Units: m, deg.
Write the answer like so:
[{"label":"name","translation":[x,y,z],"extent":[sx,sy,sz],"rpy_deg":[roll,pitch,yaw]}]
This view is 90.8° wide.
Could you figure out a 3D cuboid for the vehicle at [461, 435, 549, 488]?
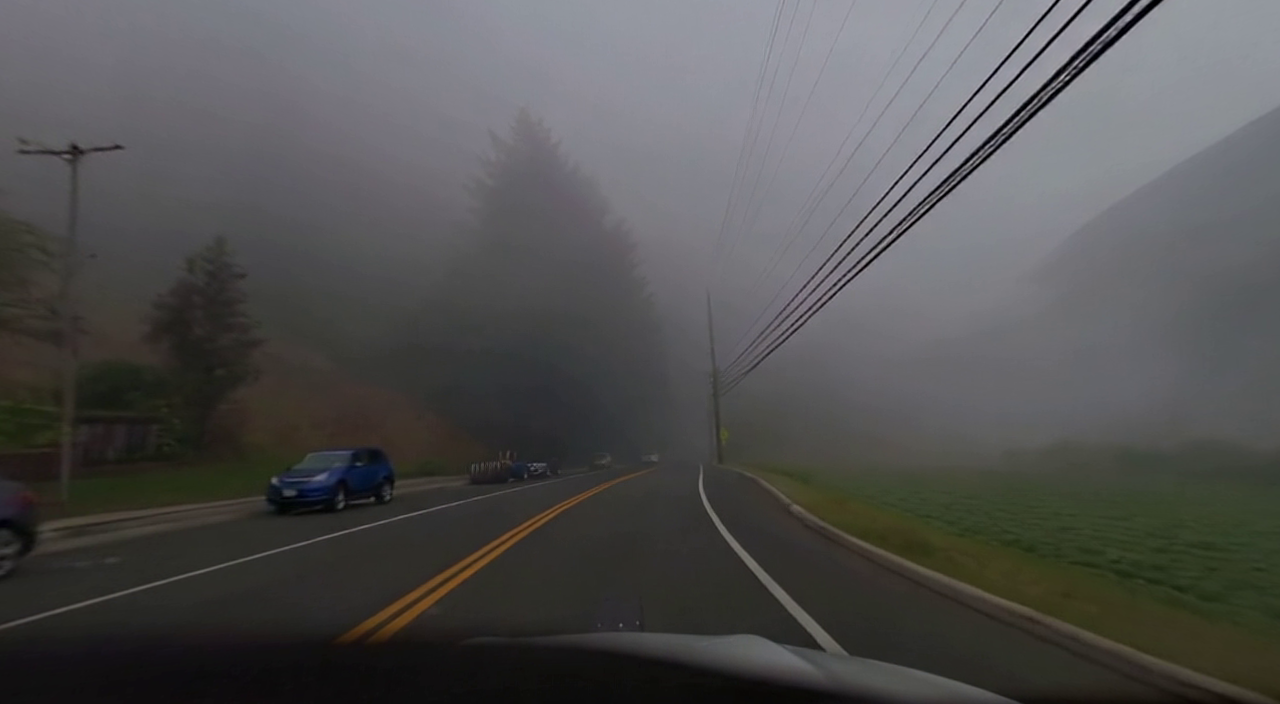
[{"label":"vehicle","translation":[-6.003,4.951,28.809],"extent":[2.295,1.989,5.055],"rpy_deg":[-6,-10,6]}]

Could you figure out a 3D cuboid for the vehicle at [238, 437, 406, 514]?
[{"label":"vehicle","translation":[-7.419,3.006,15.290],"extent":[1.927,1.542,3.886],"rpy_deg":[-2,-12,2]}]

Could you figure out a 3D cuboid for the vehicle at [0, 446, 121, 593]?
[{"label":"vehicle","translation":[-7.657,1.560,5.855],"extent":[1.840,1.523,4.333],"rpy_deg":[2,-11,2]}]
